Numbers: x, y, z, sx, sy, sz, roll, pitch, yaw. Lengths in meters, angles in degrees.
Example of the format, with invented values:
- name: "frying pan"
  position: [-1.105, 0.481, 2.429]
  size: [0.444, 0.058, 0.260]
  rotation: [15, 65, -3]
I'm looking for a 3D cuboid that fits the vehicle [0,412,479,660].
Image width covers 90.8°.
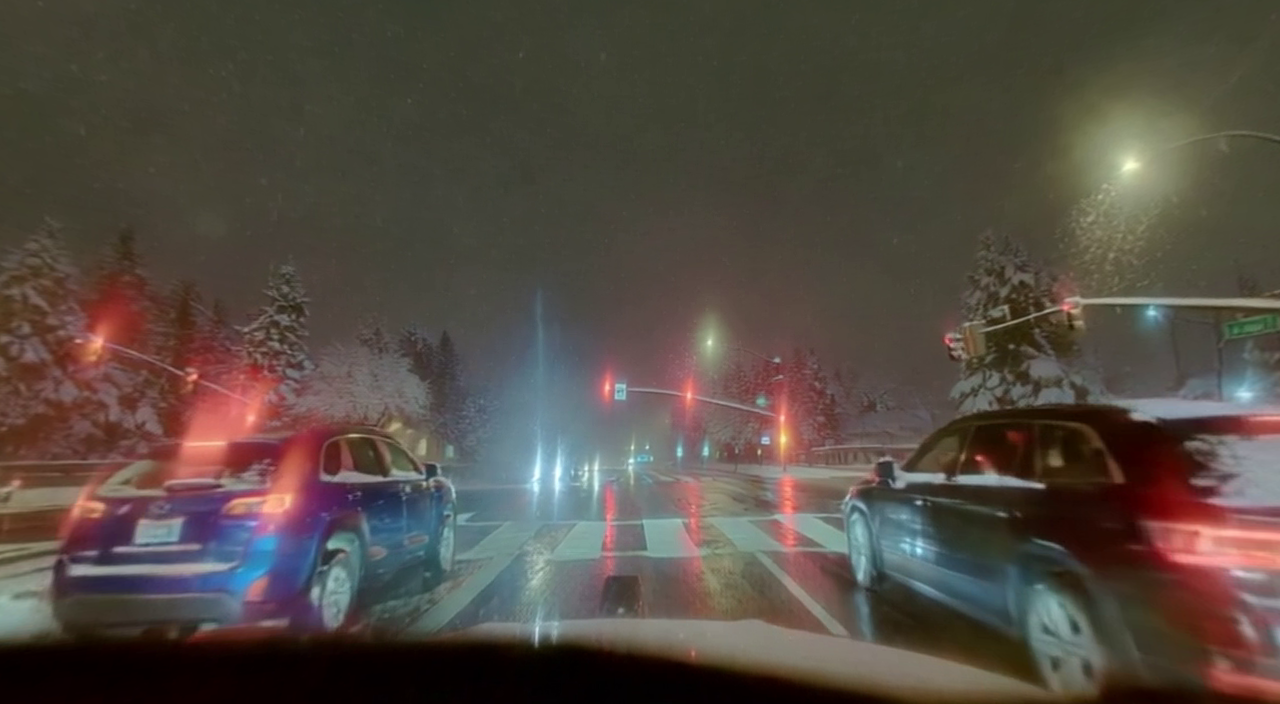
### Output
- name: "vehicle"
  position: [-3.021, 1.423, 5.856]
  size: [1.969, 1.513, 3.773]
  rotation: [0, -9, 1]

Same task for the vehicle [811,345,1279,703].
- name: "vehicle"
  position: [2.883, 1.134, 4.368]
  size: [2.099, 1.671, 4.491]
  rotation: [0, -9, 0]
